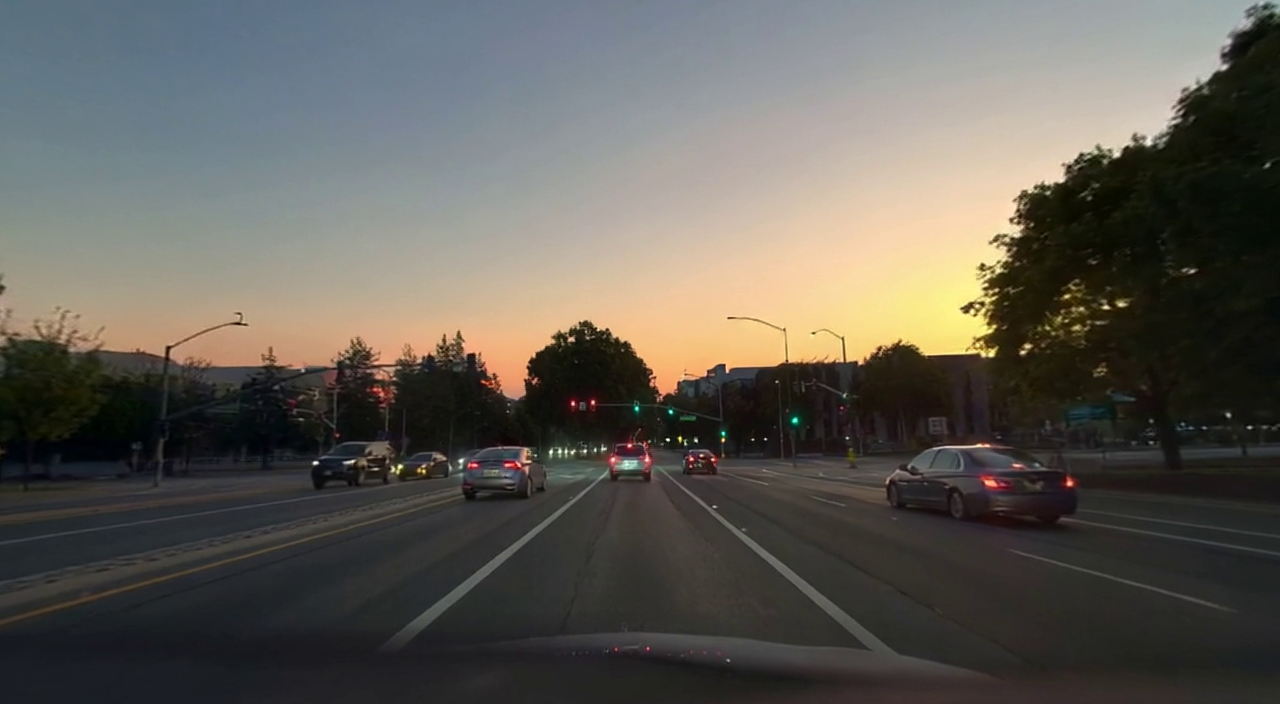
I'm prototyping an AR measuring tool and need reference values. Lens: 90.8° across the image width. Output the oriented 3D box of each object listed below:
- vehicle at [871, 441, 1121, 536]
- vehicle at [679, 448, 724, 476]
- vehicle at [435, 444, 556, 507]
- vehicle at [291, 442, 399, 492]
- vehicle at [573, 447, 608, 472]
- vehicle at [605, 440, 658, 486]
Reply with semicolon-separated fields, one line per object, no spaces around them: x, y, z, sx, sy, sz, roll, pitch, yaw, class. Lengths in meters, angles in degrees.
6.367;2.459;12.129;2.028;1.451;4.625;0;-8;-1;vehicle
3.403;6.148;35.561;2.014;1.430;4.103;0;-8;-1;vehicle
-3.744;3.263;17.282;2.163;1.474;4.413;0;-8;2;vehicle
-10.961;4.272;23.876;2.026;1.706;4.041;0;-8;2;vehicle
-3.130;6.904;40.793;2.002;1.502;4.057;0;-8;-1;vehicle
-0.310;4.512;26.076;2.008;1.716;4.125;0;-8;0;vehicle
